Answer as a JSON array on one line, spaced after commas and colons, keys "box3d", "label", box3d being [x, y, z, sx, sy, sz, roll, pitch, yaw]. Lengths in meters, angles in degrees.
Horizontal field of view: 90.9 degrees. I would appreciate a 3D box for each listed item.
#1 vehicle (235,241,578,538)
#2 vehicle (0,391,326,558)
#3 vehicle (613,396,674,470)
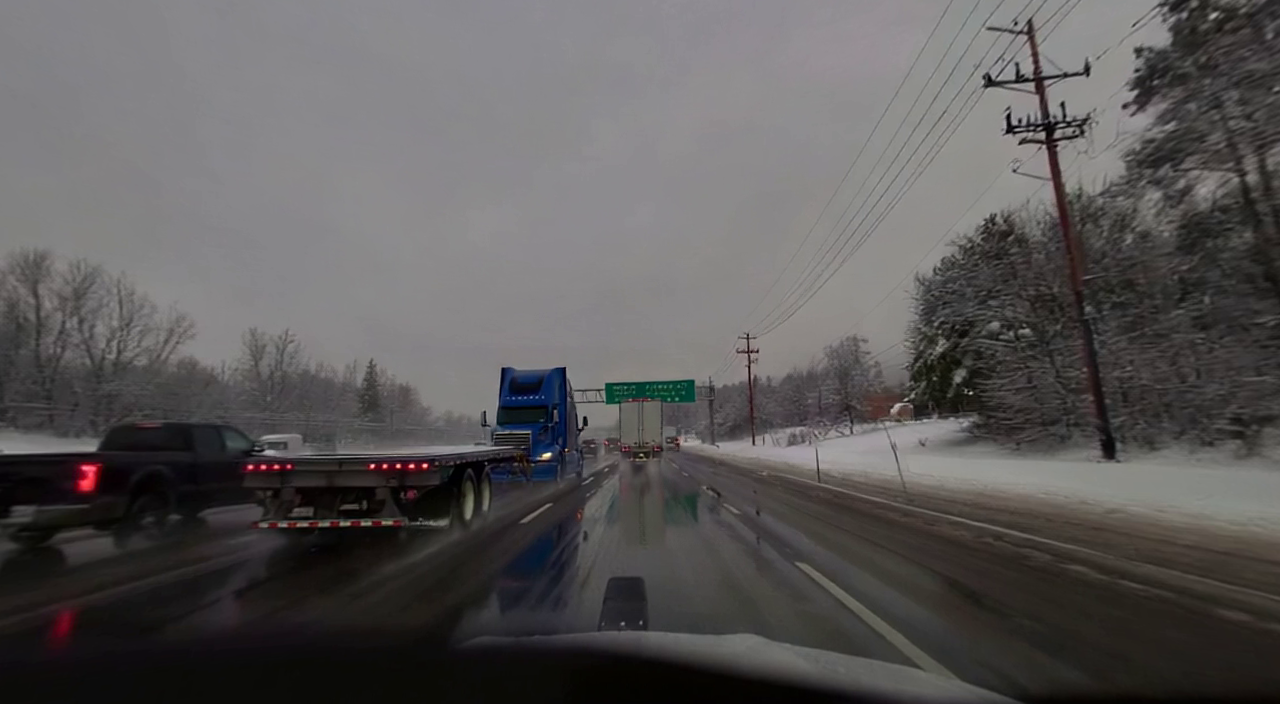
[{"box3d": [-3.887, 1.628, 16.454, 2.875, 4.083, 15.756, 0, -9, 0], "label": "vehicle"}, {"box3d": [-7.447, 1.797, 9.924, 2.168, 1.897, 5.308, 0, -9, 1], "label": "vehicle"}, {"box3d": [0.119, 4.708, 35.752, 2.941, 3.604, 9.851, 0, -9, -1], "label": "vehicle"}]
